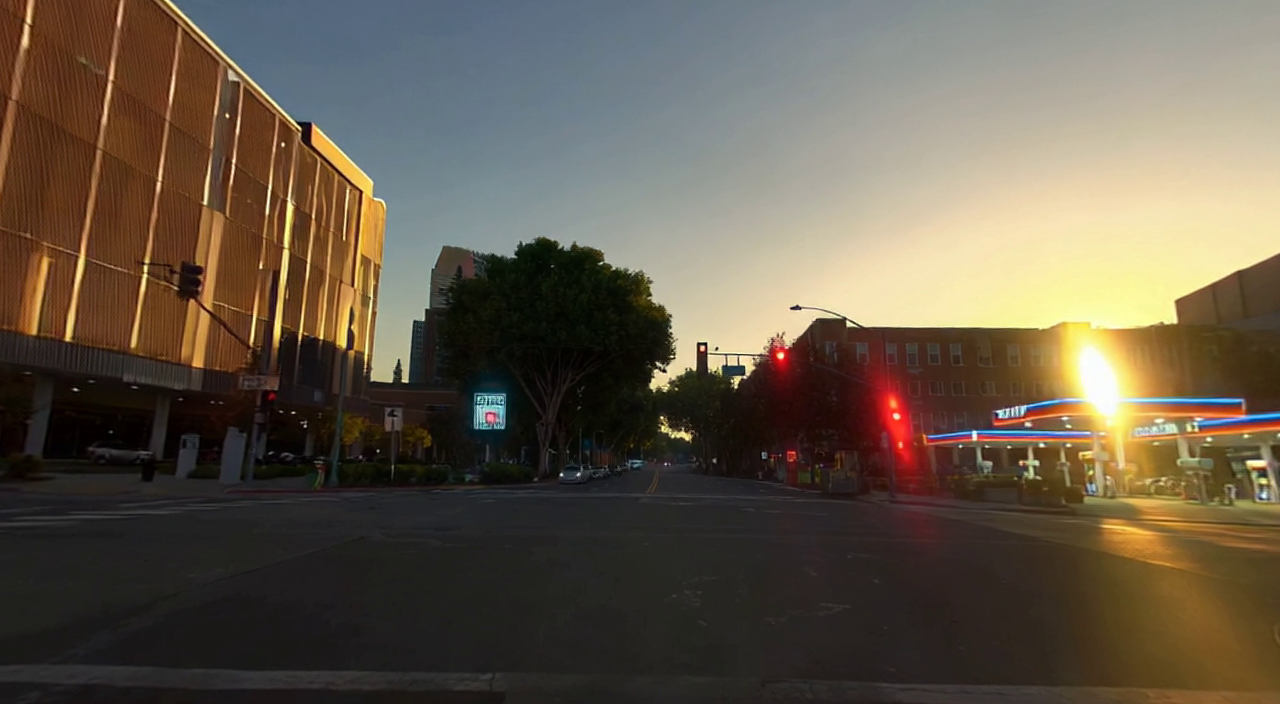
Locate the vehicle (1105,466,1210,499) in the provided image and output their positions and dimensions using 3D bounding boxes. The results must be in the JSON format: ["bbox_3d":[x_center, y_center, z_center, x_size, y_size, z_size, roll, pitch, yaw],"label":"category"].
[{"bbox_3d":[28.015,7.053,34.331,1.897,1.466,4.211,1,-8,-6],"label":"vehicle"}]
